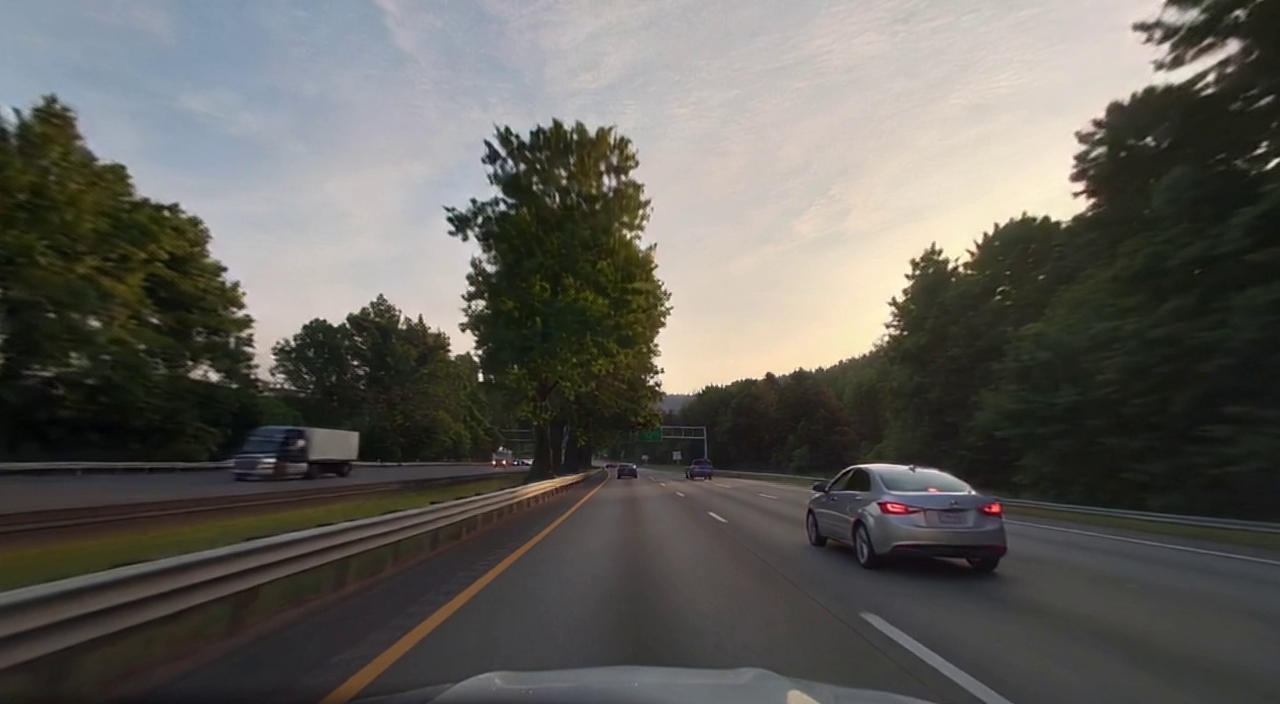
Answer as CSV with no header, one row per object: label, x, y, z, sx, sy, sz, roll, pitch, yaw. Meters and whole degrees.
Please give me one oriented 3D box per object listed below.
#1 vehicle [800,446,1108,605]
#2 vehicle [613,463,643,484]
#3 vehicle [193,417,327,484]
vehicle,3.929,2.268,8.961,2.132,1.662,4.180,1,-11,-1
vehicle,-0.923,9.518,49.454,2.242,1.525,4.305,1,-11,-1
vehicle,-17.500,4.711,29.581,2.486,2.753,5.968,1,-11,-1
